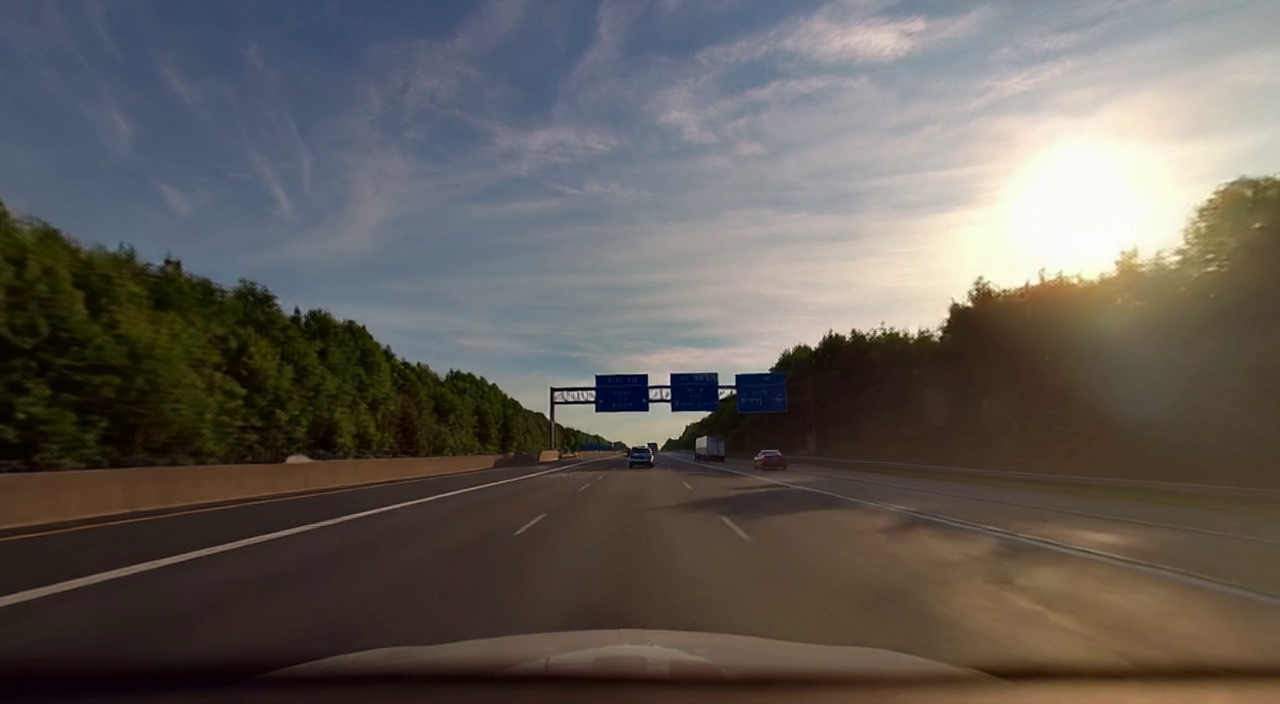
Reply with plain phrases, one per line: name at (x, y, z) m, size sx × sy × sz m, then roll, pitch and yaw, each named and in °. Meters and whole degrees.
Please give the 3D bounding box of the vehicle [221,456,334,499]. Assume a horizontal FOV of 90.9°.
vehicle at (-14.367, 4.969, 25.299) m, size 1.841 × 1.472 × 4.463 m, roll 0°, pitch -9°, yaw 0°

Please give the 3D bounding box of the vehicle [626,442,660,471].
vehicle at (0.202, 7.113, 43.015) m, size 2.167 × 1.847 × 4.097 m, roll 0°, pitch -9°, yaw 1°
